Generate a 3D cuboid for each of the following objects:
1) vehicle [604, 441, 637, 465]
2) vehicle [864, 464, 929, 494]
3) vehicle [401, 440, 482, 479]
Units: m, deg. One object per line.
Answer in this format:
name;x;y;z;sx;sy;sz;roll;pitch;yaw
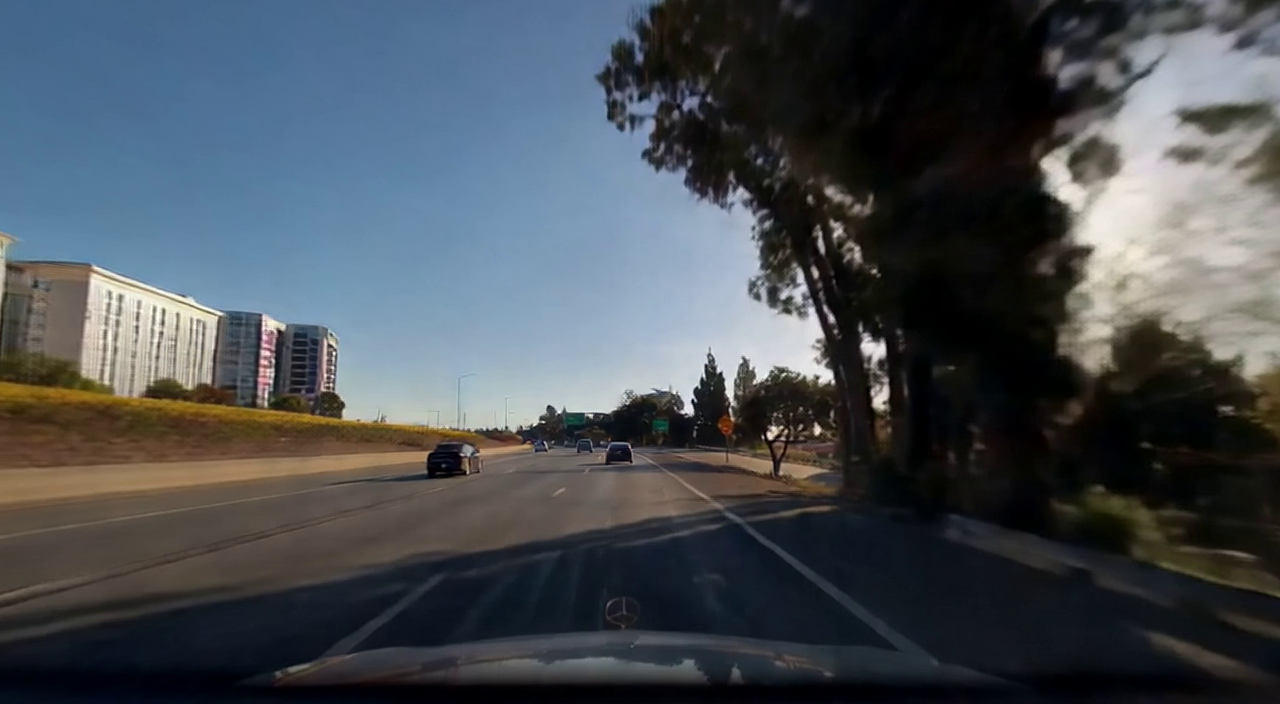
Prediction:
vehicle;-1.289;6.479;40.624;2.038;1.414;4.357;0;-9;-3
vehicle;17.445;8.638;43.203;2.023;1.782;4.193;2;-9;-12
vehicle;-8.119;4.418;26.266;2.009;1.454;4.250;0;-9;-1
